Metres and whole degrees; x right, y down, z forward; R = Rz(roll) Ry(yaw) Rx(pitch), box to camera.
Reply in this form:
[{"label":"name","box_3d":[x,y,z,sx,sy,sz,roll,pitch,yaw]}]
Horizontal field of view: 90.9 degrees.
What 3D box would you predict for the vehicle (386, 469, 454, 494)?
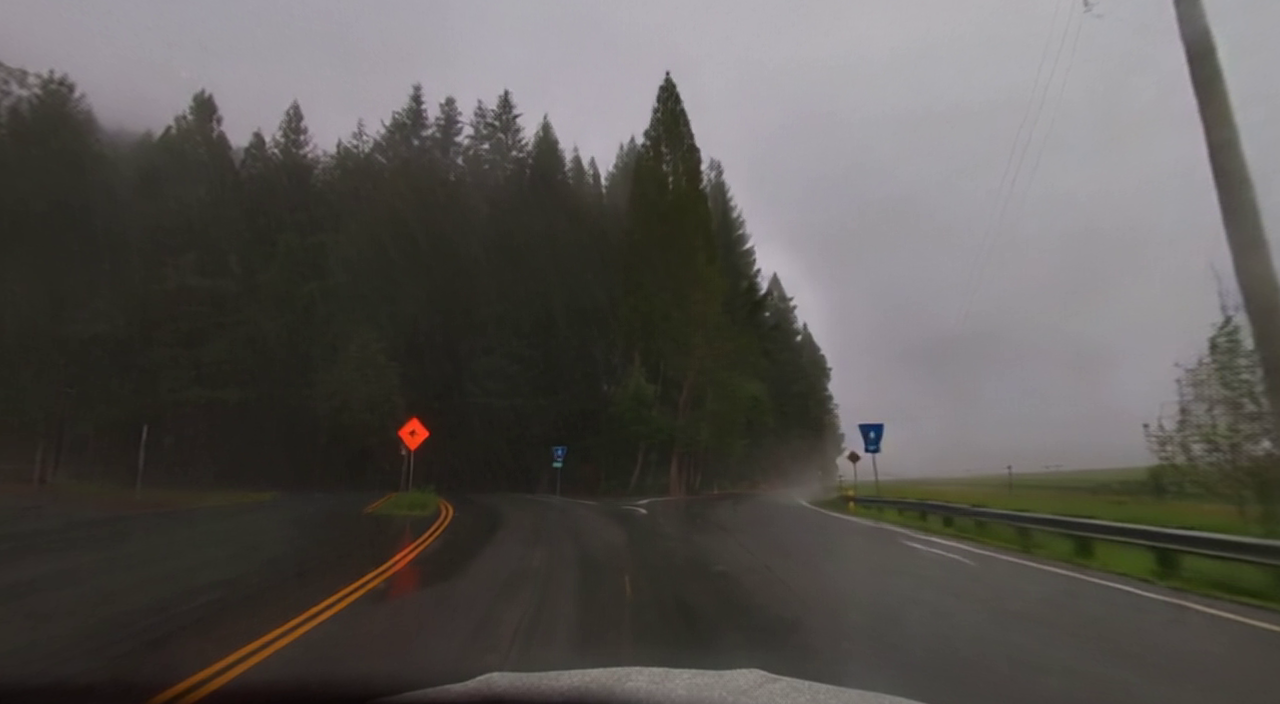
[{"label":"vehicle","box_3d":[-15.034,8.855,43.268,1.889,1.583,3.992,-6,-13,32]}]
